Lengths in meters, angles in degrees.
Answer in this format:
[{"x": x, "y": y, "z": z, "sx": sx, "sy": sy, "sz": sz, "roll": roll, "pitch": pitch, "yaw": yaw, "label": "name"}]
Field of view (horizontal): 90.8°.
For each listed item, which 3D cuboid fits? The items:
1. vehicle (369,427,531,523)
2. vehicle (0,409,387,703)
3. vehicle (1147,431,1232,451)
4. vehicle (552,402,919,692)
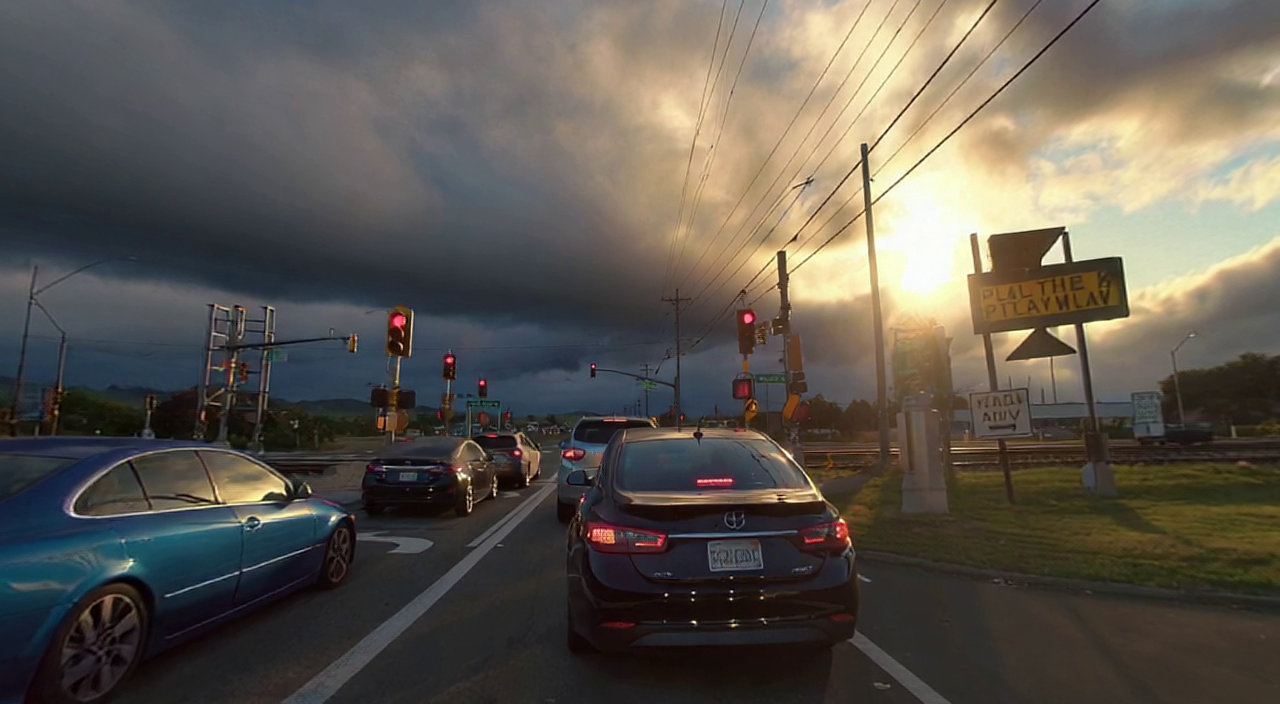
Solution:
[{"x": -3.365, "y": 2.259, "z": 12.083, "sx": 1.984, "sy": 1.505, "sz": 3.982, "roll": 0, "pitch": -9, "yaw": -2, "label": "vehicle"}, {"x": -3.710, "y": 1.250, "z": 4.462, "sx": 1.956, "sy": 1.468, "sz": 4.585, "roll": 0, "pitch": -9, "yaw": 0, "label": "vehicle"}, {"x": 40.776, "y": 6.638, "z": 46.938, "sx": 4.453, "sy": 1.476, "sz": 1.887, "roll": 0, "pitch": -9, "yaw": 0, "label": "vehicle"}, {"x": 0.406, "y": 1.339, "z": 5.460, "sx": 1.998, "sy": 1.529, "sz": 3.960, "roll": 1, "pitch": -9, "yaw": -4, "label": "vehicle"}]
